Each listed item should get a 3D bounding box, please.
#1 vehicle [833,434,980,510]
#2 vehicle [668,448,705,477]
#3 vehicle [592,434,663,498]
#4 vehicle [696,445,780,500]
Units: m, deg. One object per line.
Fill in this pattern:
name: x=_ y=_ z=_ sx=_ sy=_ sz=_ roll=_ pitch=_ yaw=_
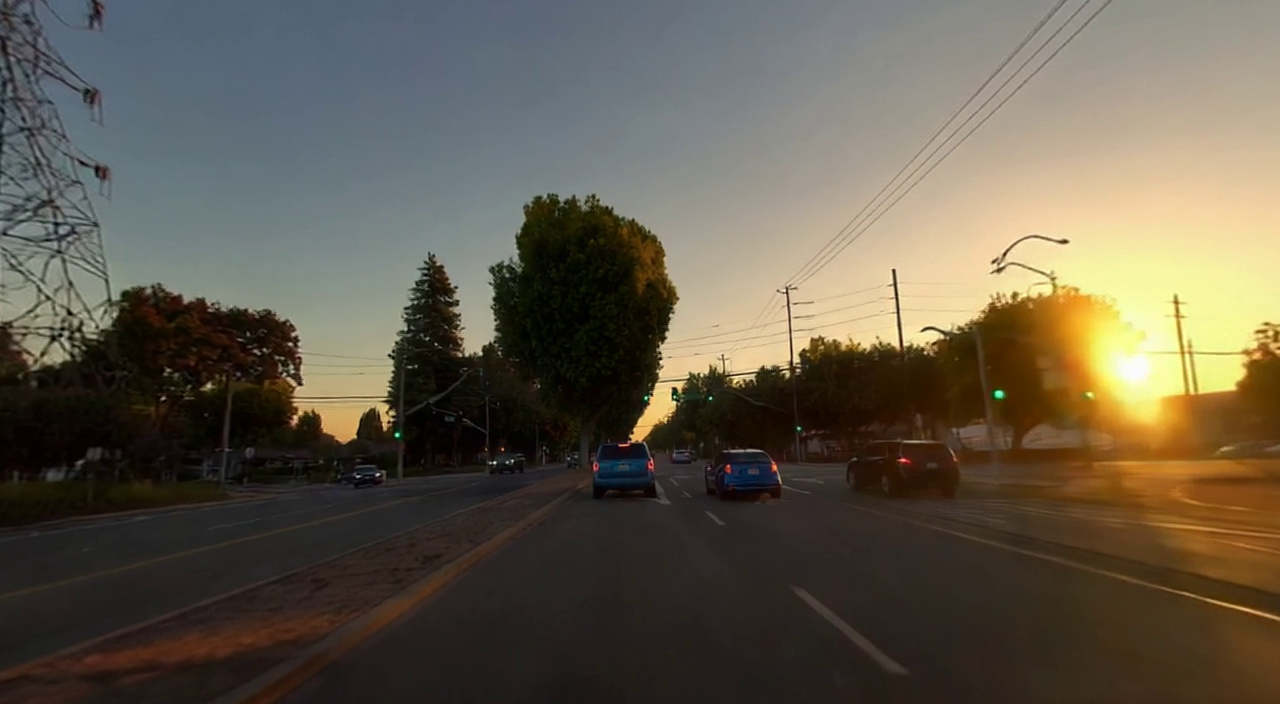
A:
vehicle: x=6.910 y=3.126 z=16.995 sx=1.929 sy=1.753 sz=4.396 roll=0 pitch=-9 yaw=-1
vehicle: x=2.928 y=7.030 z=40.535 sx=1.915 sy=1.765 sz=4.047 roll=0 pitch=-9 yaw=-2
vehicle: x=-0.418 y=3.950 z=22.216 sx=2.231 sy=1.998 sz=4.254 roll=0 pitch=-9 yaw=-1
vehicle: x=3.043 y=3.823 z=20.559 sx=1.880 sy=1.579 sz=4.401 roll=0 pitch=-9 yaw=-2
